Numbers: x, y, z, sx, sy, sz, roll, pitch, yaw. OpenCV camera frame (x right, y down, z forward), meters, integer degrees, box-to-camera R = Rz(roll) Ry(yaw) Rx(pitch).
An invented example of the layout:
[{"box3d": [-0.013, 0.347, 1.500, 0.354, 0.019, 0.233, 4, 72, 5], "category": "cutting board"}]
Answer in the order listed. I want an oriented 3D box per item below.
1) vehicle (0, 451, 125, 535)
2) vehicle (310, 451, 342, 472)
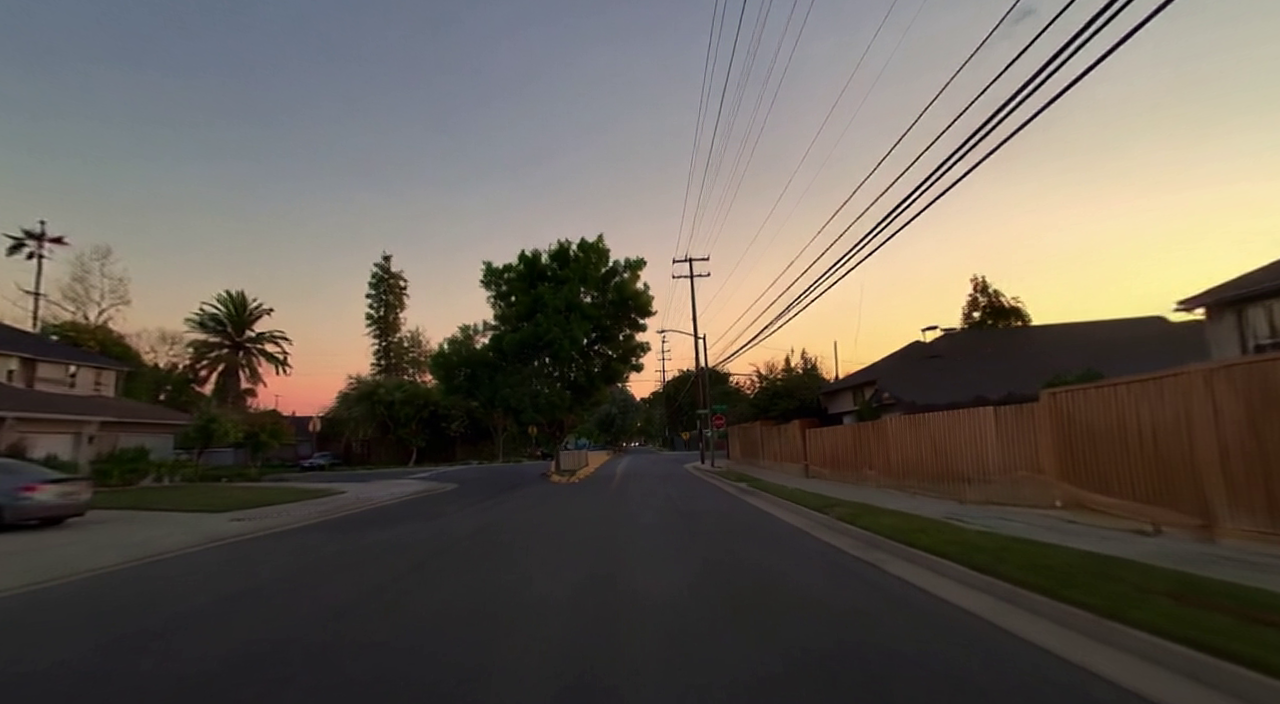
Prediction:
[{"box3d": [-13.355, 2.718, 12.414, 4.424, 1.487, 2.139, 1, -9, -8], "category": "vehicle"}, {"box3d": [-24.257, 8.426, 48.850, 1.955, 1.448, 4.542, 3, -8, -24], "category": "vehicle"}]
